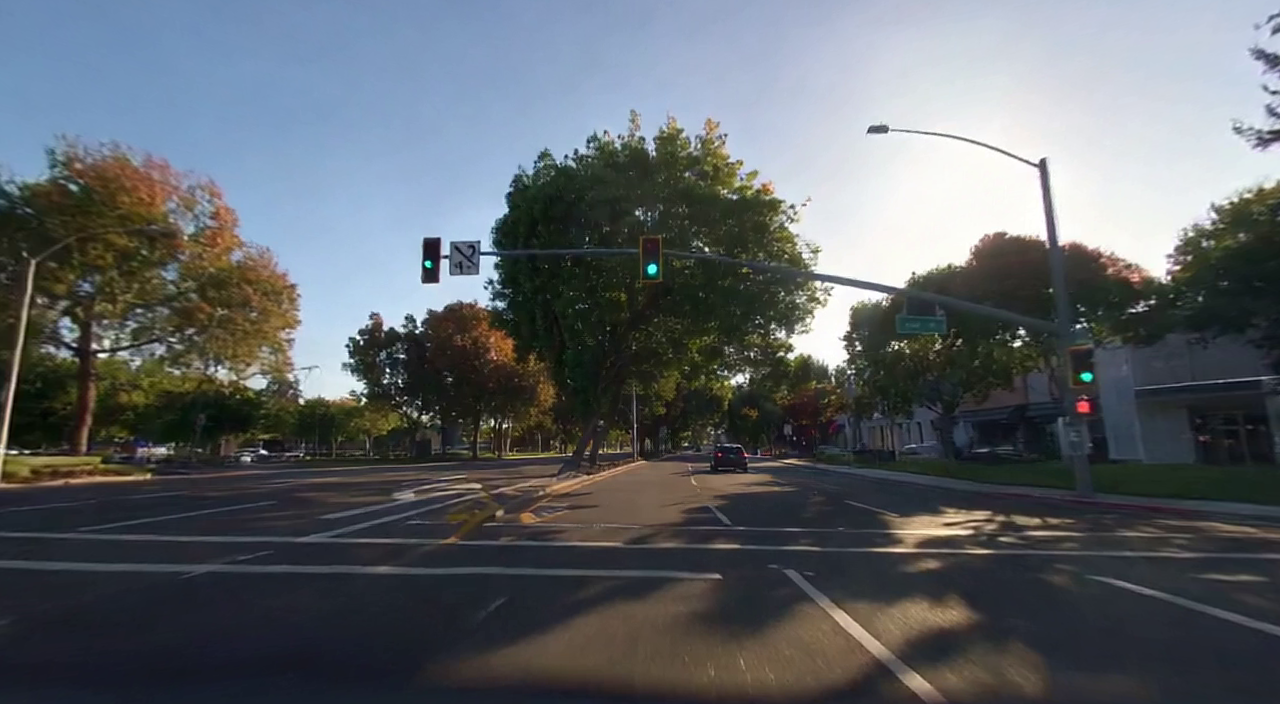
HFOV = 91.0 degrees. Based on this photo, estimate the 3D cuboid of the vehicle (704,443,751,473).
[{"bbox_3d":[4.666,5.748,34.307,2.015,1.479,4.444,0,-9,1],"label":"vehicle"}]
